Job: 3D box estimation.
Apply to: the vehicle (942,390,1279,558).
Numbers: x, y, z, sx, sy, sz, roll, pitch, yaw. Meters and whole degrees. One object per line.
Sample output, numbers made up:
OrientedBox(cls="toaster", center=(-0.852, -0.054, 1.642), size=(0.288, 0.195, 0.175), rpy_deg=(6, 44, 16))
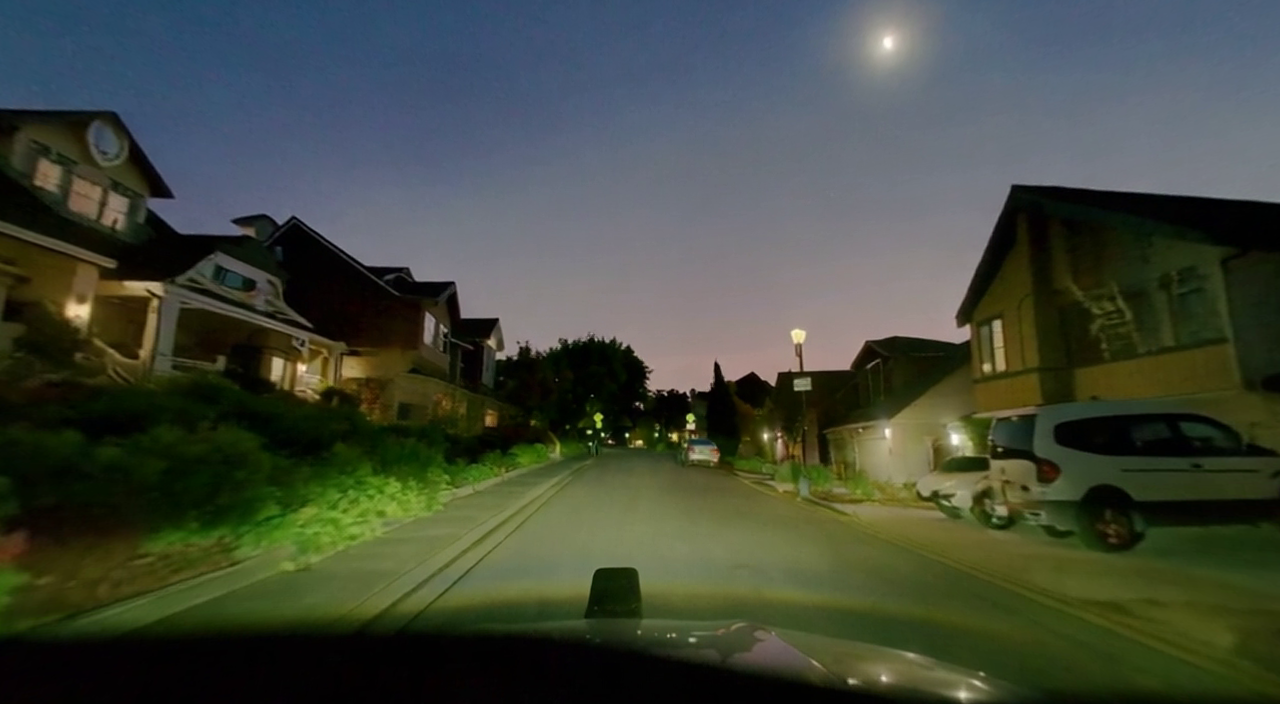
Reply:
OrientedBox(cls="vehicle", center=(8.245, 1.838, 10.002), size=(5.739, 2.299, 2.216), rpy_deg=(0, -8, -3))

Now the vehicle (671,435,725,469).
OrientedBox(cls="vehicle", center=(2.661, 4.675, 29.787), size=(1.955, 1.498, 4.046), rpy_deg=(0, -8, -3))
